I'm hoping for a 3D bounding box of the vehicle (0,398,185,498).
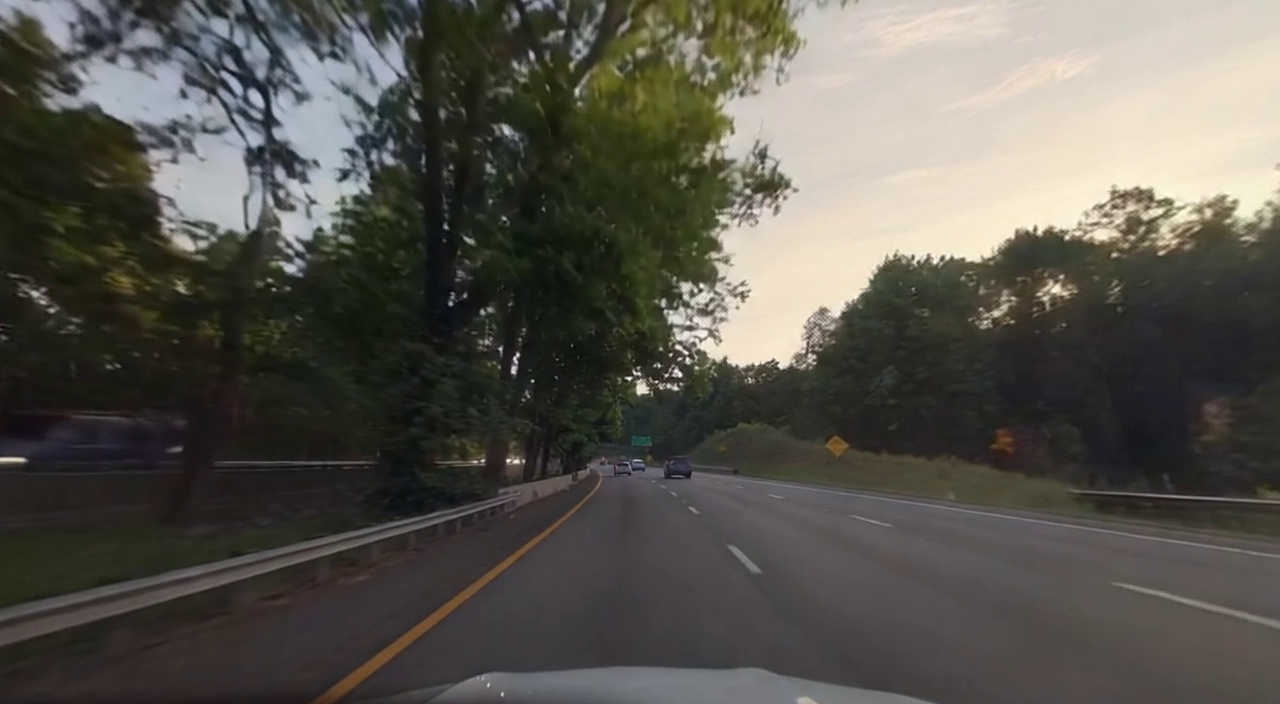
[{"bbox_3d":[-13.973,2.369,15.168,2.240,1.991,5.012,1,-10,-1],"label":"vehicle"}]
